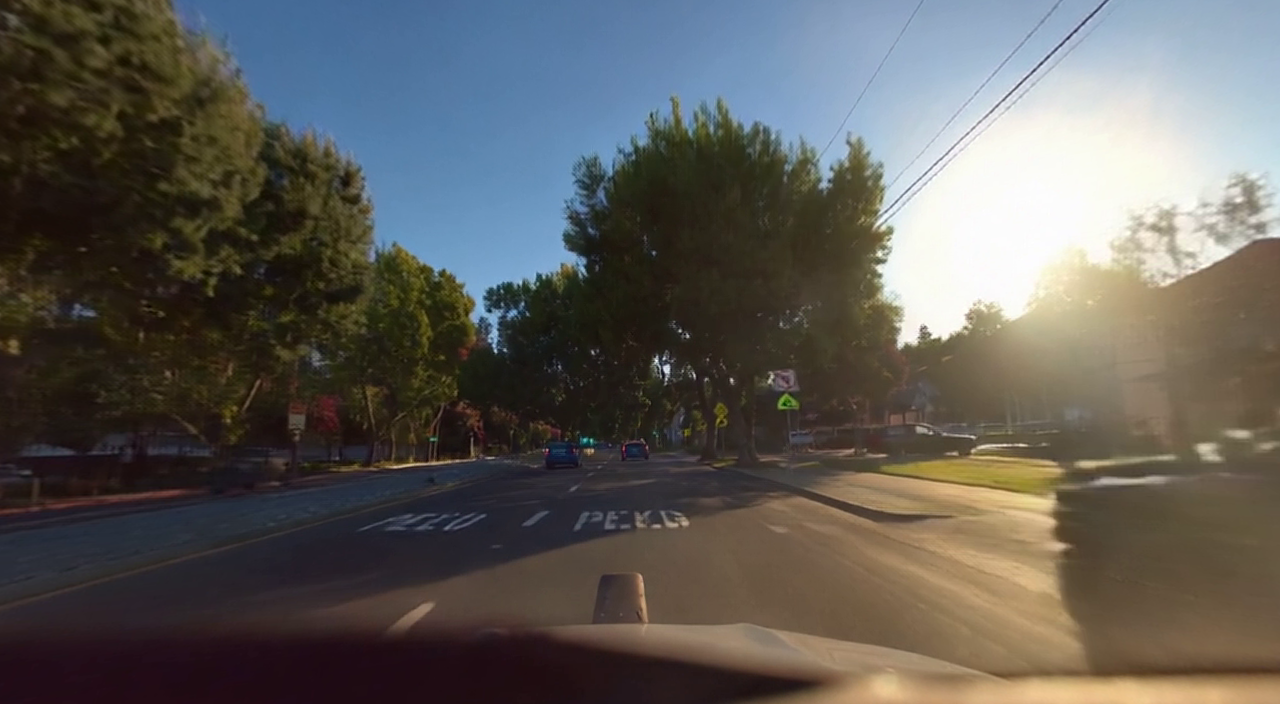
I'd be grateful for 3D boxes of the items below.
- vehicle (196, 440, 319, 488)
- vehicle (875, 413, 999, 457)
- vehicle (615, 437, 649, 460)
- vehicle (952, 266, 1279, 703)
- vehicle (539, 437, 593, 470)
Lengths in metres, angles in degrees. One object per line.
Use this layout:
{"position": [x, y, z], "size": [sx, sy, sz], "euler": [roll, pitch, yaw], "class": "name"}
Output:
{"position": [-15.730, 4.602, 26.272], "size": [2.074, 1.769, 4.704], "euler": [0, -8, 1], "class": "vehicle"}
{"position": [12.569, 3.509, 26.731], "size": [4.442, 1.752, 2.008], "euler": [2, -8, -16], "class": "vehicle"}
{"position": [-0.525, 6.418, 41.922], "size": [2.187, 1.478, 4.138], "euler": [0, -8, -1], "class": "vehicle"}
{"position": [3.168, 0.562, 1.237], "size": [2.188, 1.887, 5.532], "euler": [0, -8, -1], "class": "vehicle"}
{"position": [-3.472, 4.877, 30.491], "size": [2.083, 1.460, 4.527], "euler": [0, -8, 0], "class": "vehicle"}
